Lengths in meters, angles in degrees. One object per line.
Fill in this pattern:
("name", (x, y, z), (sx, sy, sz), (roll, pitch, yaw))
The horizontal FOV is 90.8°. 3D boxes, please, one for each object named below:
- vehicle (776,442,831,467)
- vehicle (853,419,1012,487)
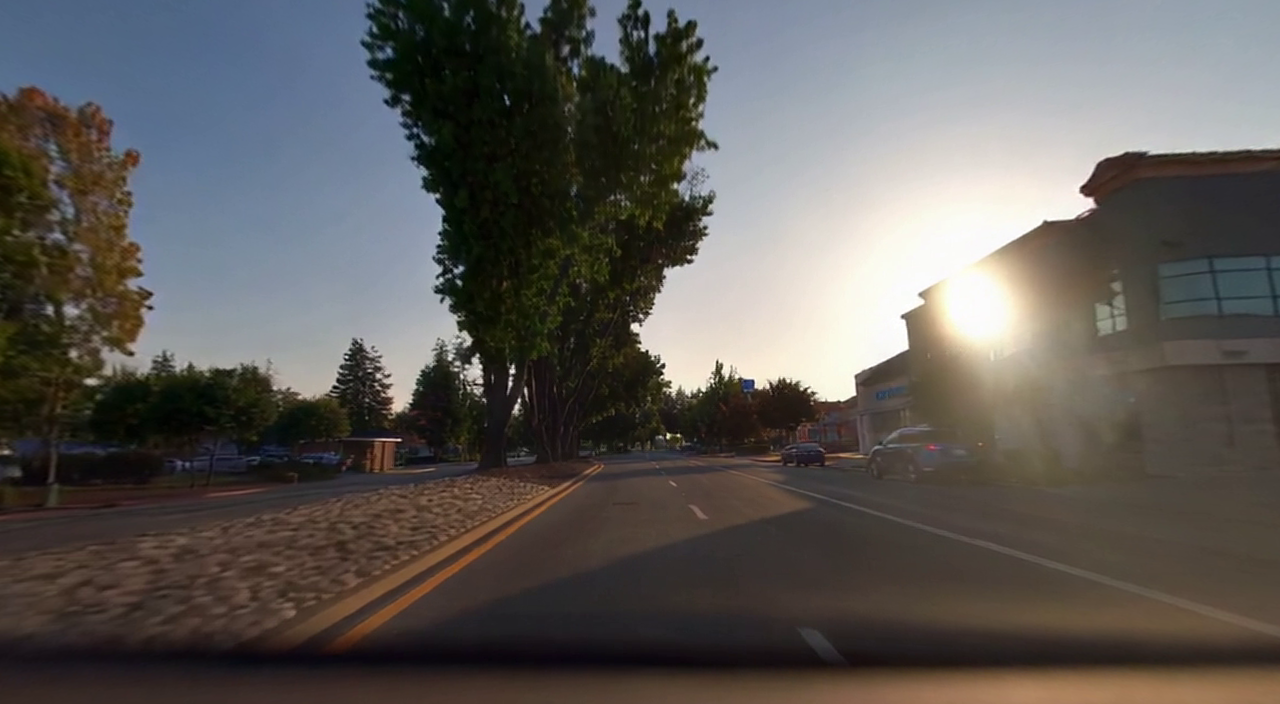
("vehicle", (10.102, 6.380, 39.355), (2.034, 1.437, 4.728), (0, -8, -2))
("vehicle", (10.214, 3.618, 22.892), (2.610, 2.072, 5.985), (0, -8, -3))
